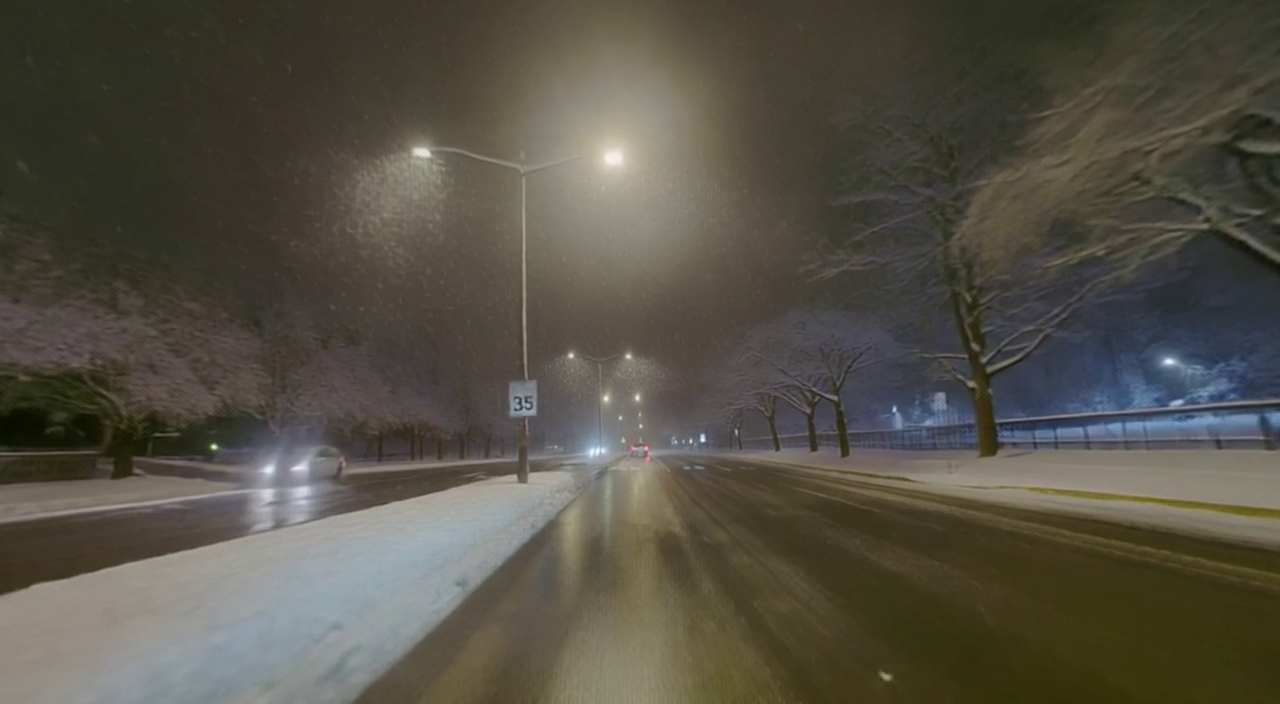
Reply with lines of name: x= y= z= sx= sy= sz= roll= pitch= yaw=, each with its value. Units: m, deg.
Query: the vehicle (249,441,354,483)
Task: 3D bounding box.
vehicle: x=-16.439 y=5.354 z=31.031 sx=2.511 sy=1.881 sz=4.658 roll=0 pitch=-8 yaw=1
